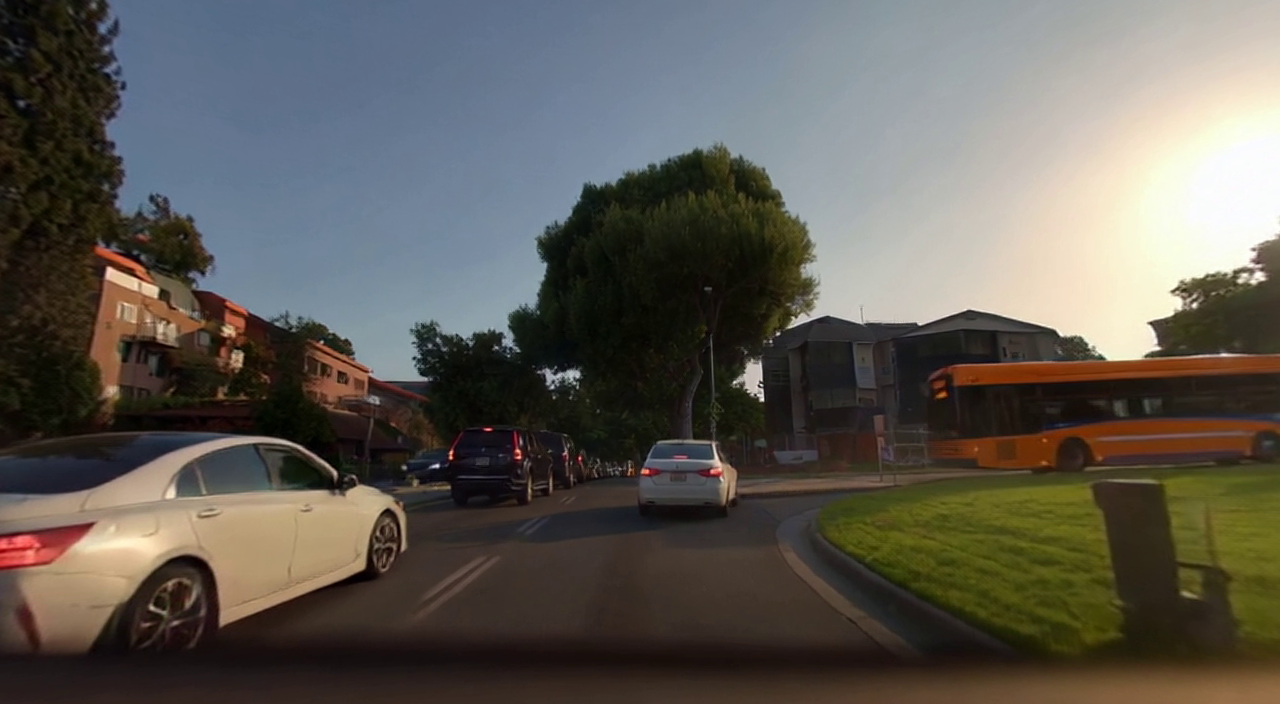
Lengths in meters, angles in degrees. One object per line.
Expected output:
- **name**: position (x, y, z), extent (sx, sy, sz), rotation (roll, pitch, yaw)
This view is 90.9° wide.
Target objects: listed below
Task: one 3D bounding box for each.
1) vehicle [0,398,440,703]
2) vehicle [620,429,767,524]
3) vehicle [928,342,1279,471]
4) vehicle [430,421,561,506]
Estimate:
- **vehicle**: position (-3.344, 1.219, 4.544), extent (1.953, 1.480, 4.522), rotation (-1, -8, 6)
- **vehicle**: position (1.207, 2.270, 12.115), extent (2.020, 1.478, 3.922), rotation (-3, -8, 17)
- **vehicle**: position (14.083, 1.668, 18.115), extent (9.977, 3.303, 2.948), rotation (-2, -8, 10)
- **vehicle**: position (-3.310, 2.657, 15.506), extent (2.017, 1.761, 4.572), rotation (0, -8, 2)
